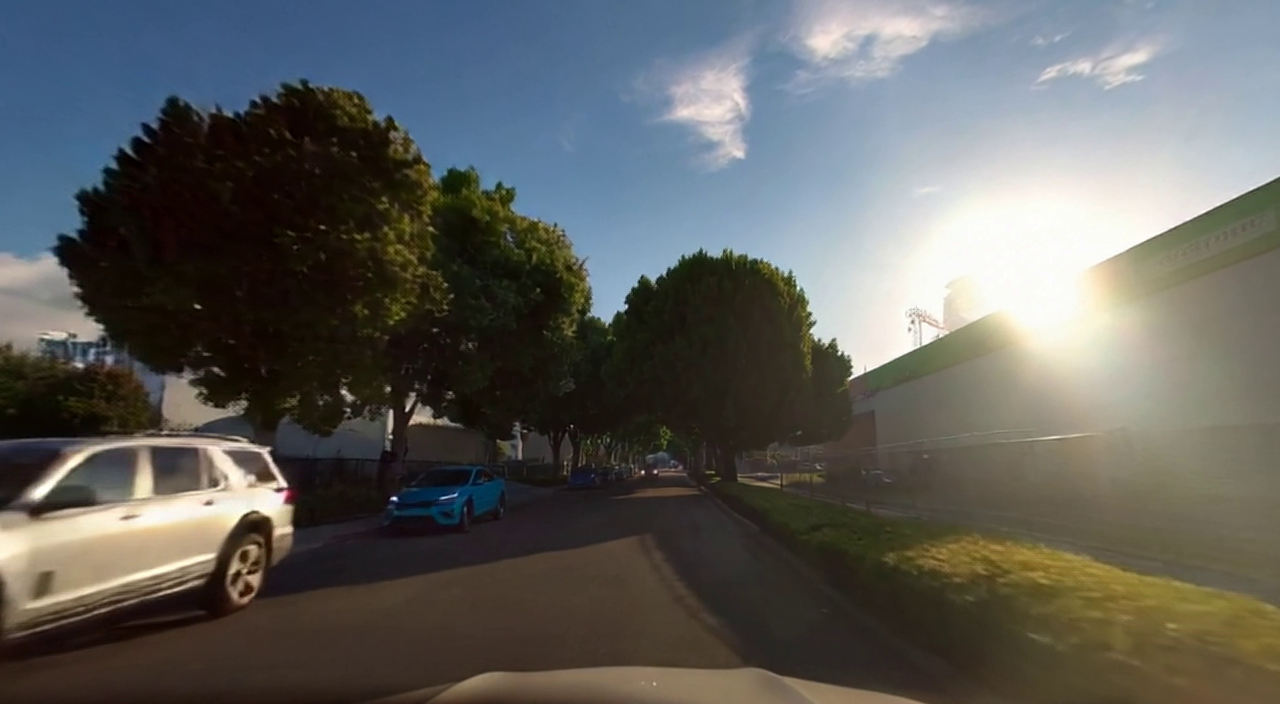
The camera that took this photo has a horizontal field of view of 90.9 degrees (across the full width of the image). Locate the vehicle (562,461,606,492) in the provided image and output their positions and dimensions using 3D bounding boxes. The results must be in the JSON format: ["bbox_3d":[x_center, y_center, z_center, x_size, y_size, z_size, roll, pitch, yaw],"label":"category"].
[{"bbox_3d":[-3.068,6.914,35.316,2.011,1.596,3.760,-1,-10,1],"label":"vehicle"}]

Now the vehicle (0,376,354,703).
[{"bbox_3d":[-4.469,1.314,5.061,2.022,1.776,4.625,-1,-10,2],"label":"vehicle"}]

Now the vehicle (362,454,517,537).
[{"bbox_3d":[-4.247,3.103,14.126,1.903,1.542,4.115,-1,-10,3],"label":"vehicle"}]
